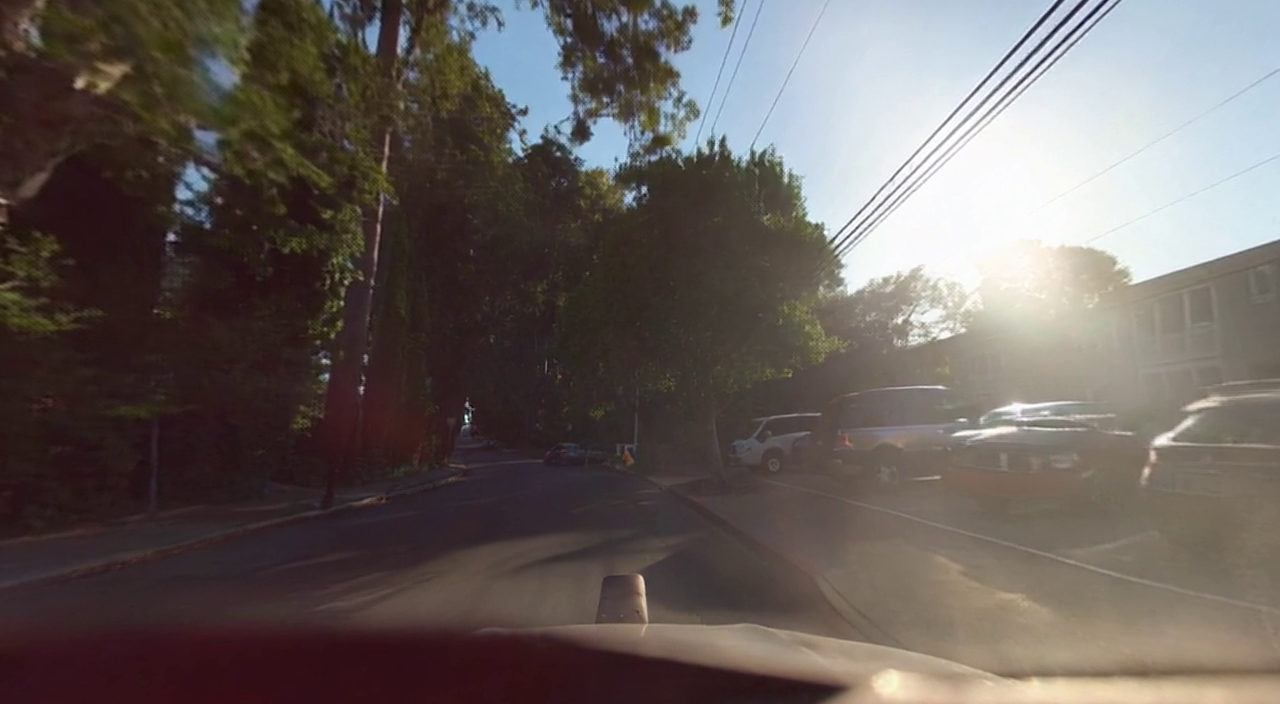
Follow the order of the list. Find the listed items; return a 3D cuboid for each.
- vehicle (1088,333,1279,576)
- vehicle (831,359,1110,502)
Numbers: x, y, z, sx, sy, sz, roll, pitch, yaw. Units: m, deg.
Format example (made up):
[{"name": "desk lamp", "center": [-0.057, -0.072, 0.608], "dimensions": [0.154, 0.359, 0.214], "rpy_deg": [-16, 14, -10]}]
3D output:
[{"name": "vehicle", "center": [6.918, 0.902, 6.203], "dimensions": [4.444, 1.902, 2.099], "rpy_deg": [2, -6, -26]}, {"name": "vehicle", "center": [6.646, 1.596, 12.600], "dimensions": [5.269, 2.289, 2.446], "rpy_deg": [5, -10, -32]}]
